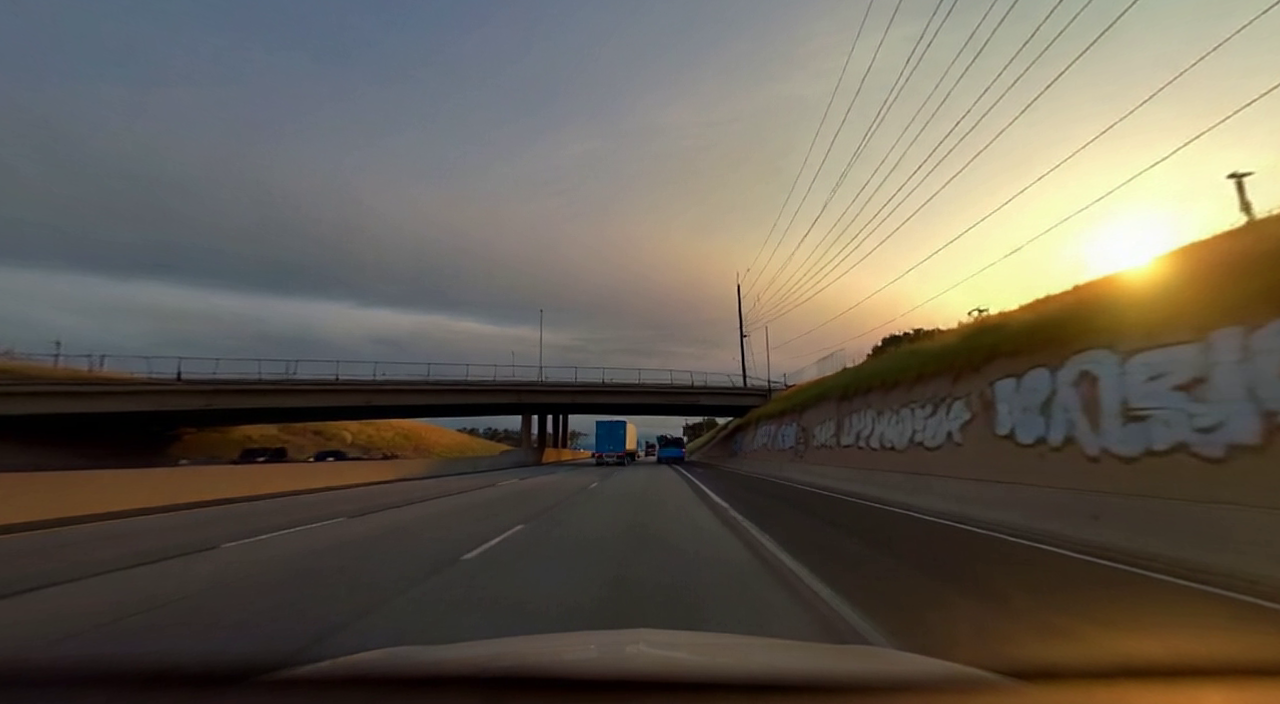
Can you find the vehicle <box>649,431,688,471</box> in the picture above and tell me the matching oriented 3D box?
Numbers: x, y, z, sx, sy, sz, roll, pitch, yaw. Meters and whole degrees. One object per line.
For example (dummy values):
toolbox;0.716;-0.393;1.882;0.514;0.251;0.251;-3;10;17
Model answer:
vehicle;1.935;7.083;45.084;2.462;2.627;5.799;0;-9;-1
